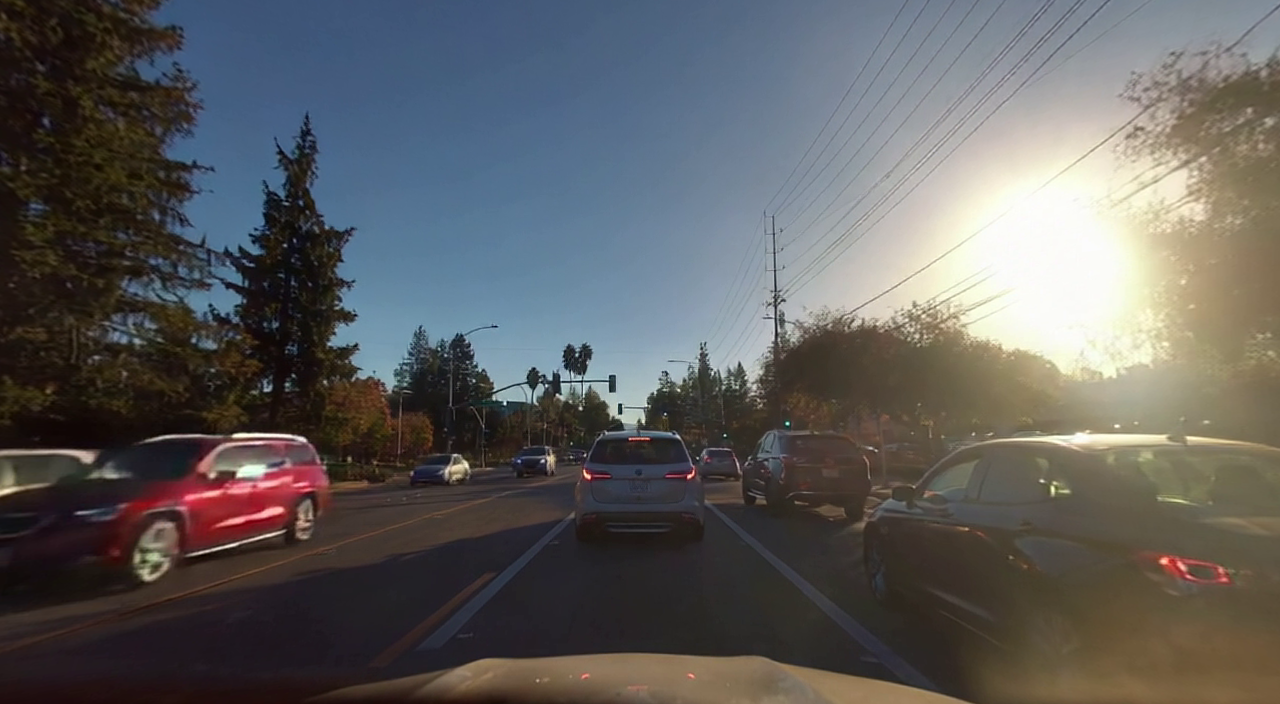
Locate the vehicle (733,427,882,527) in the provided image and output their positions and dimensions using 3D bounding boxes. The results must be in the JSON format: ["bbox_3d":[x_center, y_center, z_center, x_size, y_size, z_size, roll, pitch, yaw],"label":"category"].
[{"bbox_3d":[3.192,2.454,12.955,1.914,1.698,4.049,0,-8,0],"label":"vehicle"}]

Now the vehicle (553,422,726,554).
[{"bbox_3d":[0.012,2.039,10.144,2.200,1.653,4.127,0,-8,1],"label":"vehicle"}]

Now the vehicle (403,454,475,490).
[{"bbox_3d":[-9.251,5.539,29.370,1.854,1.459,4.288,0,-8,1],"label":"vehicle"}]

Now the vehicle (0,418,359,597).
[{"bbox_3d":[-6.376,1.999,9.129,2.328,1.861,4.891,0,-8,0],"label":"vehicle"}]

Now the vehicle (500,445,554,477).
[{"bbox_3d":[-6.464,6.256,36.527,2.218,1.722,4.397,0,-8,1],"label":"vehicle"}]

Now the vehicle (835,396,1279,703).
[{"bbox_3d":[2.867,1.181,3.943,1.950,1.487,4.275,0,-8,0],"label":"vehicle"}]
